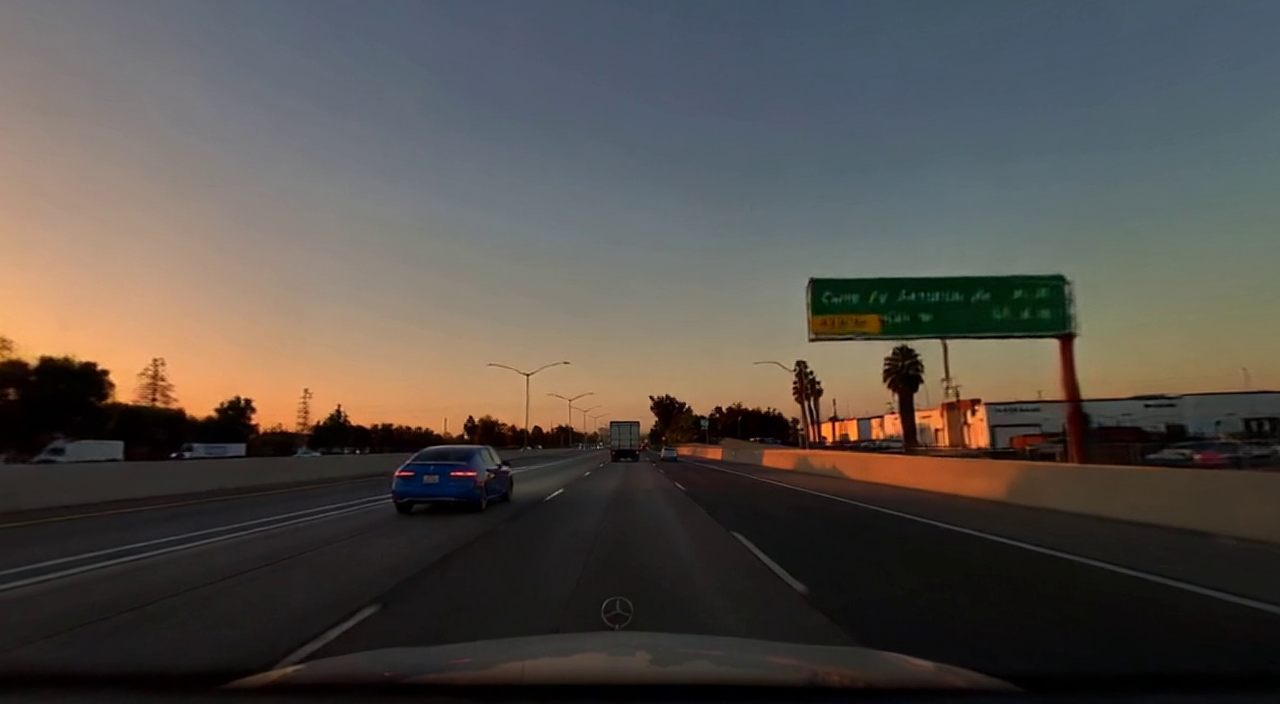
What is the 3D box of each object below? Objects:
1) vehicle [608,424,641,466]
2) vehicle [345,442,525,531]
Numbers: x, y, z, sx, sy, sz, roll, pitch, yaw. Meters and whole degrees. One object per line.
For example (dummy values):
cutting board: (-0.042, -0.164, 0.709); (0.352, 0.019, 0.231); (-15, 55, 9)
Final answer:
vehicle: (-1.217, 7.119, 48.246); (2.364, 2.953, 6.495); (0, -8, -2)
vehicle: (-3.778, 2.543, 12.604); (2.097, 1.447, 4.291); (0, -8, 1)
